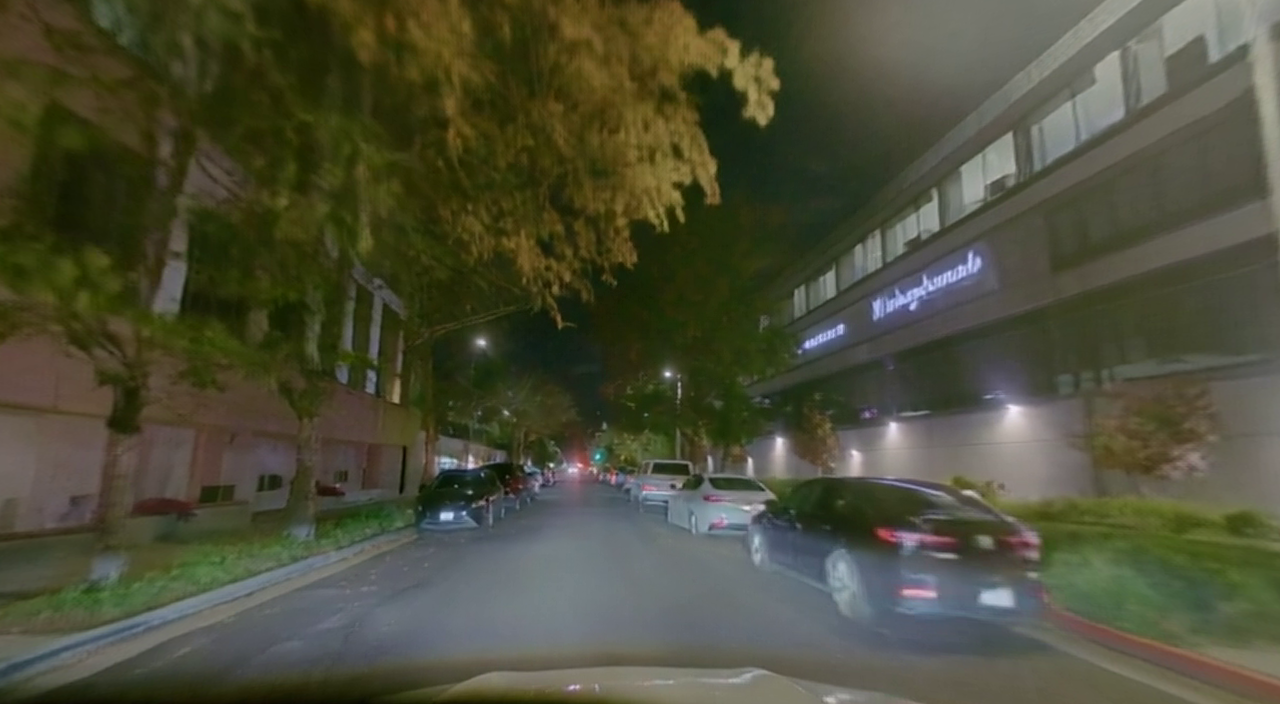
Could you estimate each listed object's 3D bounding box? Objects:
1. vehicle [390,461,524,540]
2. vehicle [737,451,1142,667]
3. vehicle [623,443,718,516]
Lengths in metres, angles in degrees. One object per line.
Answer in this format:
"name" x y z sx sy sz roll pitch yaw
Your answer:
"vehicle" -3.868 3.229 14.181 2.018 1.461 4.413 1 -11 -5
"vehicle" 2.496 1.864 6.631 1.889 1.482 4.118 2 -11 -6
"vehicle" 0.796 4.002 19.931 2.242 1.972 4.898 2 -11 -6
